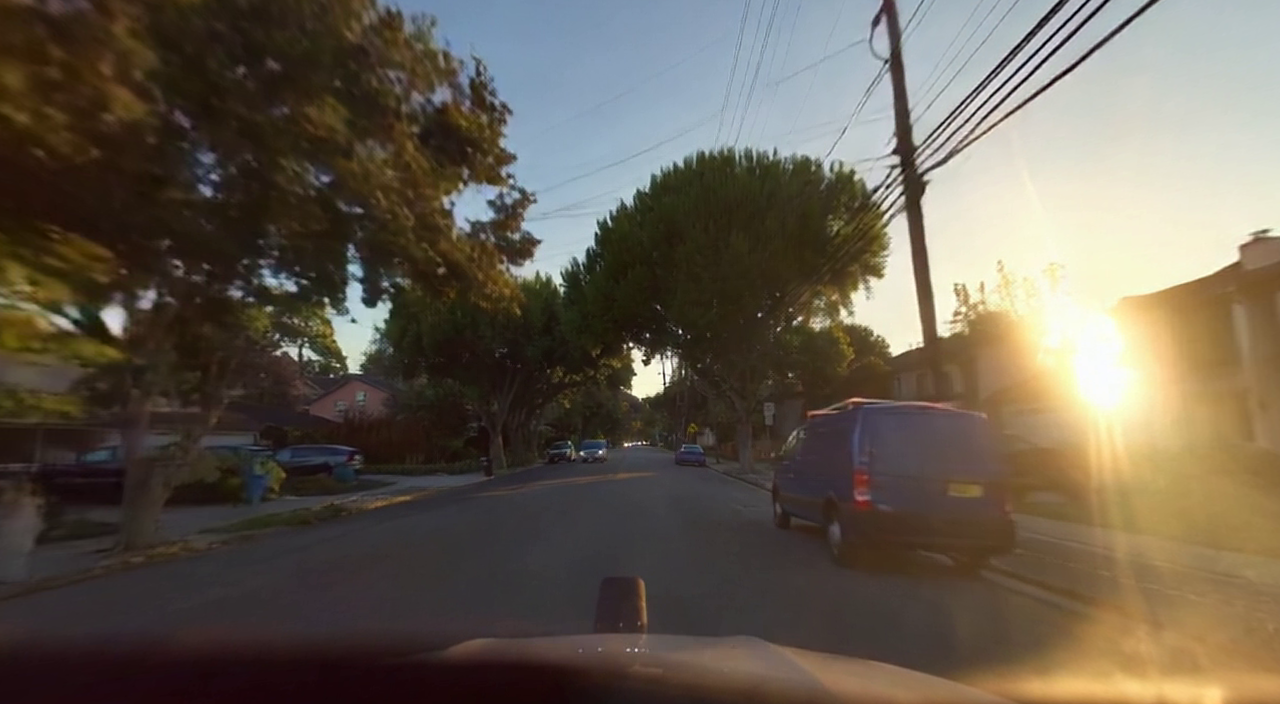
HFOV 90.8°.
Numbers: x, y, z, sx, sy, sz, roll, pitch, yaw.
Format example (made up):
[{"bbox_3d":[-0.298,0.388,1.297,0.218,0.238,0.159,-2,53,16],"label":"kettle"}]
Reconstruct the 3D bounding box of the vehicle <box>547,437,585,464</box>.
[{"bbox_3d":[-5.555,7.524,48.168,2.263,1.915,5.071,0,-8,1],"label":"vehicle"}]

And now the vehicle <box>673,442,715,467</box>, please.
[{"bbox_3d":[3.314,6.373,39.362,1.944,1.439,4.500,0,-9,-4],"label":"vehicle"}]

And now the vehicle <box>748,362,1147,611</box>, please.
[{"bbox_3d":[3.015,1.497,7.935,2.311,2.069,5.156,0,-8,-1],"label":"vehicle"}]

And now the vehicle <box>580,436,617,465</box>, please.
[{"bbox_3d":[-2.747,6.686,43.027,2.032,1.836,4.520,0,-8,2],"label":"vehicle"}]

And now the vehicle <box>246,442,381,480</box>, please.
[{"bbox_3d":[-13.284,4.454,25.948,4.443,1.475,1.932,0,-9,-1],"label":"vehicle"}]

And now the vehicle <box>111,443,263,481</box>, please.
[{"bbox_3d":[-18.435,4.473,25.874,4.615,1.482,2.073,0,-8,2],"label":"vehicle"}]
